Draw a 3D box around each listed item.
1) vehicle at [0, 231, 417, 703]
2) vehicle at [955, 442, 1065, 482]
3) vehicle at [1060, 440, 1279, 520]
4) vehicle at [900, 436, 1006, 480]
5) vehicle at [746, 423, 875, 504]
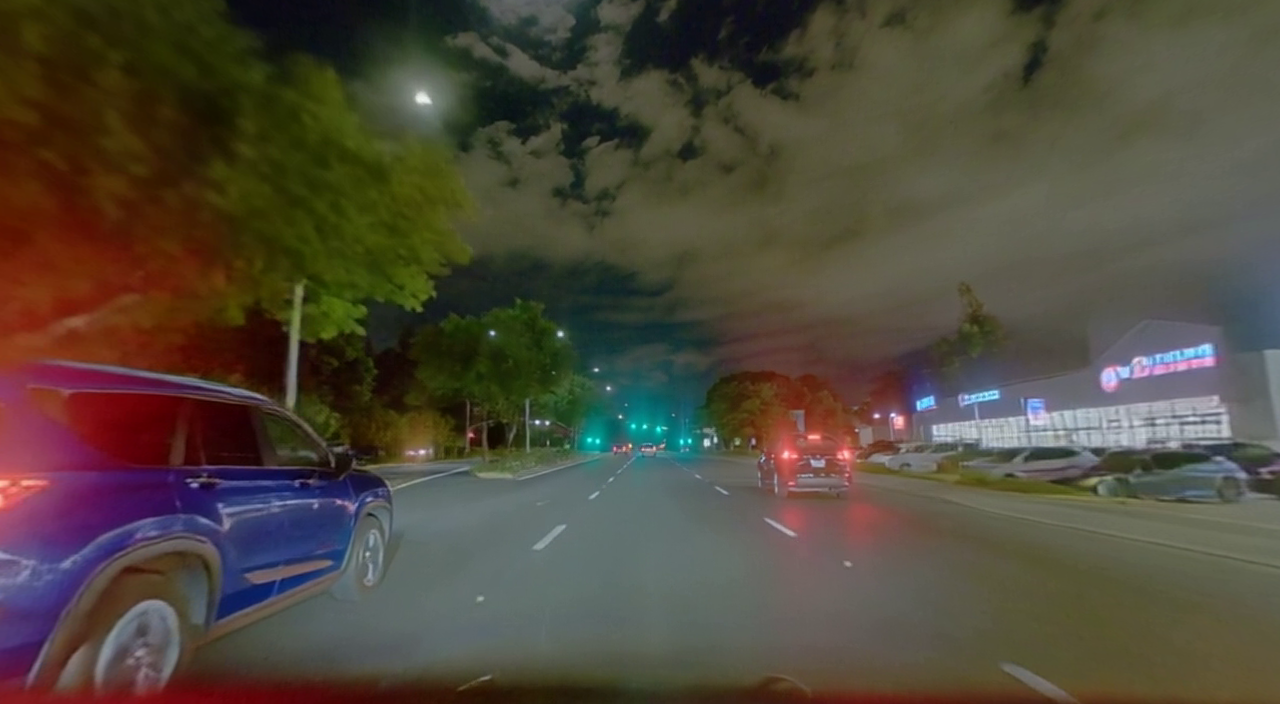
[{"bbox_3d":[-3.166,0.772,3.293,2.210,1.925,4.838,0,-8,0],"label":"vehicle"},{"bbox_3d":[15.066,4.481,25.900,1.780,1.499,3.786,1,-9,-10],"label":"vehicle"},{"bbox_3d":[11.529,2.606,13.091,4.217,1.522,1.755,-1,-9,4],"label":"vehicle"},{"bbox_3d":[12.493,4.239,25.507,1.781,1.615,4.095,1,-9,-7],"label":"vehicle"},{"bbox_3d":[4.159,2.805,16.218,2.024,1.773,4.431,0,-8,-1],"label":"vehicle"}]
